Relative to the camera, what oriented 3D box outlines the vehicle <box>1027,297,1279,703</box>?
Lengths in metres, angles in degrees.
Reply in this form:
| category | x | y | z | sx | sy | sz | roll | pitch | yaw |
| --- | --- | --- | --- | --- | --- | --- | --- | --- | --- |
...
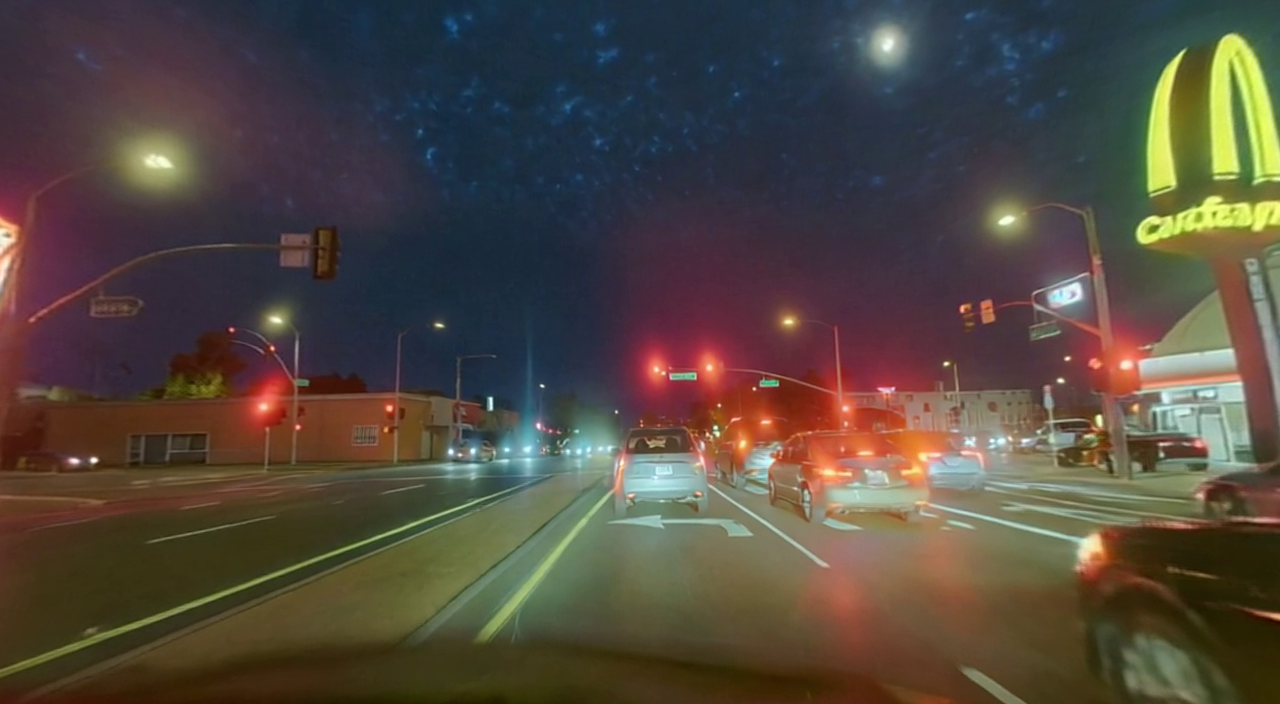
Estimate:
| category | x | y | z | sx | sy | sz | roll | pitch | yaw |
| --- | --- | --- | --- | --- | --- | --- | --- | --- | --- |
| vehicle | 3.122 | 0.544 | 0.874 | 2.038 | 1.787 | 4.946 | 0 | -8 | 1 |

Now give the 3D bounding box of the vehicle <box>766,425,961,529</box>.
| category | x | y | z | sx | sy | sz | roll | pitch | yaw |
| --- | --- | --- | --- | --- | --- | --- | --- | --- | --- |
| vehicle | 3.691 | 2.144 | 11.431 | 1.883 | 1.480 | 4.489 | 0 | -8 | 0 |

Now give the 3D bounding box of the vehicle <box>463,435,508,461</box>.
| category | x | y | z | sx | sy | sz | roll | pitch | yaw |
| --- | --- | --- | --- | --- | --- | --- | --- | --- | --- |
| vehicle | -11.519 | 7.187 | 47.378 | 2.122 | 1.829 | 4.559 | 0 | -8 | 1 |

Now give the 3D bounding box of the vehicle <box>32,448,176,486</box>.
| category | x | y | z | sx | sy | sz | roll | pitch | yaw |
| --- | --- | --- | --- | --- | --- | --- | --- | --- | --- |
| vehicle | -25.948 | 5.564 | 30.733 | 4.833 | 1.701 | 2.077 | 2 | -9 | -12 |

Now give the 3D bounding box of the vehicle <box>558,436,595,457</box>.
| category | x | y | z | sx | sy | sz | roll | pitch | yaw |
| --- | --- | --- | --- | --- | --- | --- | --- | --- | --- |
| vehicle | -4.795 | 7.257 | 48.361 | 2.200 | 1.480 | 4.292 | 0 | -8 | 2 |

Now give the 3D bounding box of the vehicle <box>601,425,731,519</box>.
| category | x | y | z | sx | sy | sz | roll | pitch | yaw |
| --- | --- | --- | --- | --- | --- | --- | --- | --- | --- |
| vehicle | 0.398 | 2.218 | 12.129 | 2.073 | 1.496 | 3.892 | 0 | -8 | -1 |
